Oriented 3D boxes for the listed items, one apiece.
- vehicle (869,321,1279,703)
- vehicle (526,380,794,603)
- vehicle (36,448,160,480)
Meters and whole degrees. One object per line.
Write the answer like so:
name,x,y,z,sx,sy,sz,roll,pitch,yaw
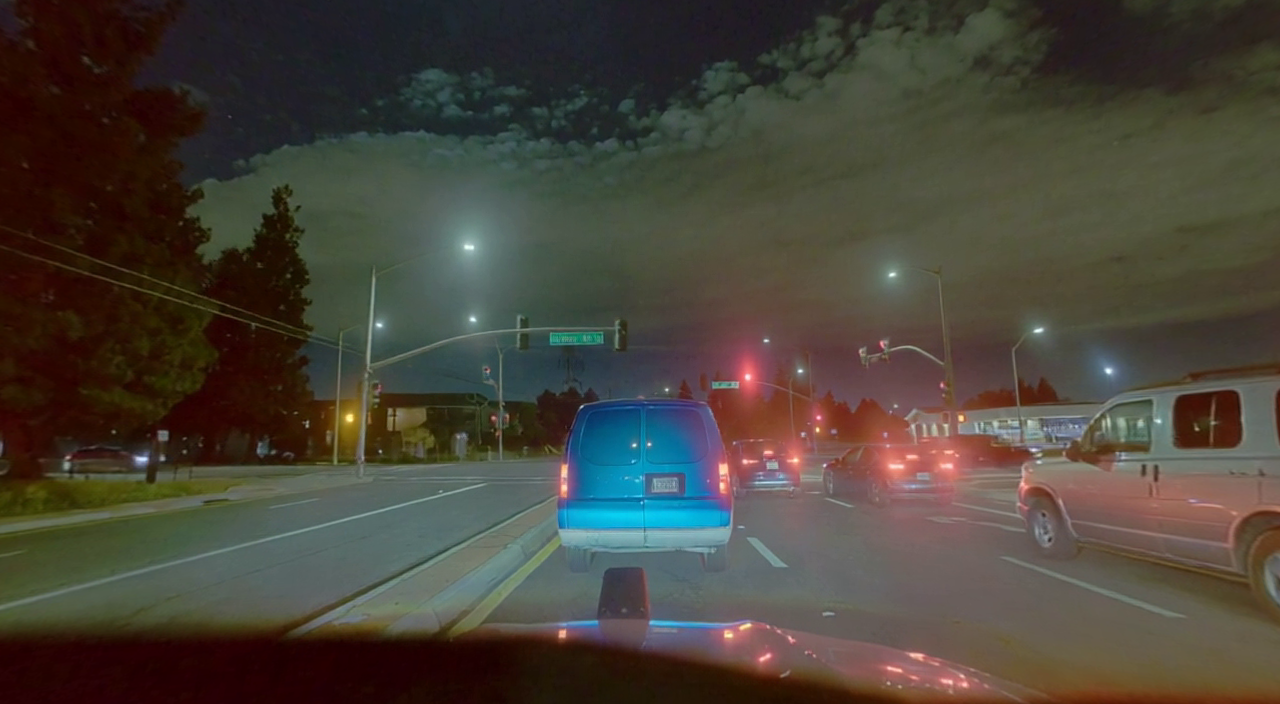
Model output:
vehicle,2.900,0.945,3.168,1.971,1.663,4.287,0,-8,2
vehicle,0.179,1.466,7.439,2.185,1.822,4.391,0,-8,1
vehicle,-27.315,5.633,31.882,4.425,1.427,1.911,1,-5,-5
